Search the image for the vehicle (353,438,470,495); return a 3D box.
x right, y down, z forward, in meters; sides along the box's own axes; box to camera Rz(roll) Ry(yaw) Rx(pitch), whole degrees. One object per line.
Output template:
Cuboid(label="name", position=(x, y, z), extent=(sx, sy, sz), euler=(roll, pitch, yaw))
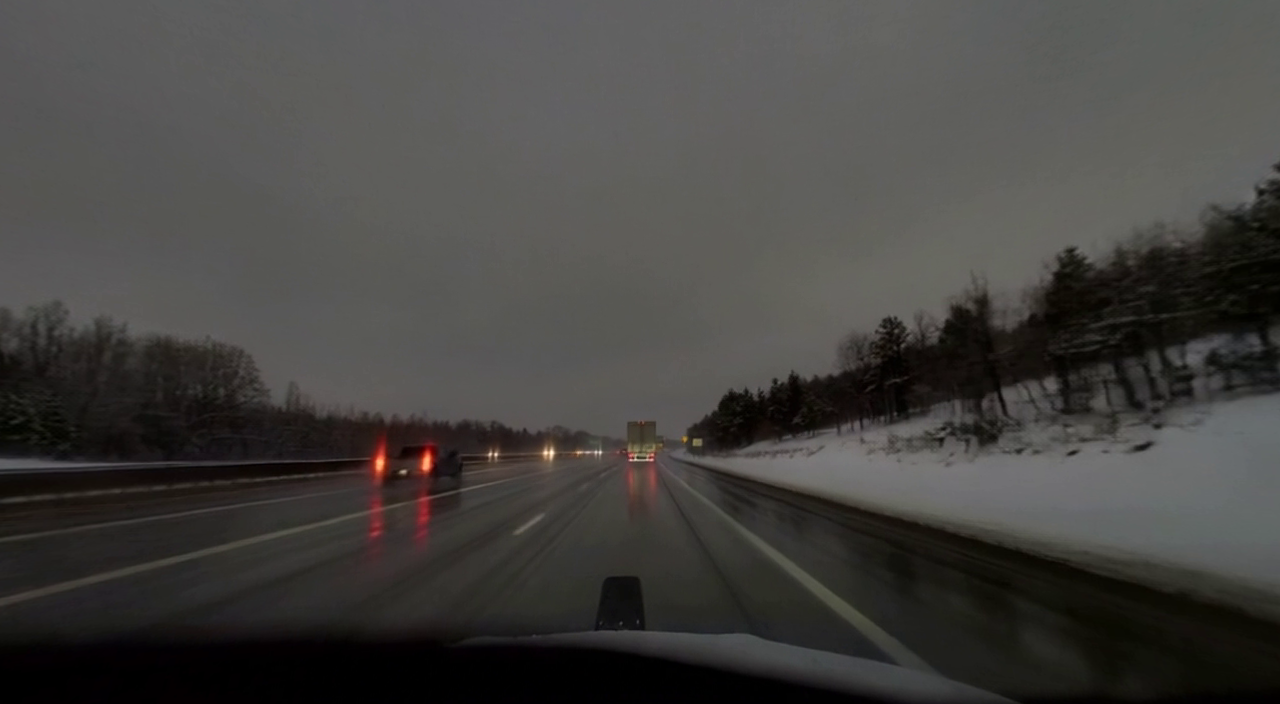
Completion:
Cuboid(label="vehicle", position=(-7.420, 3.770, 21.124), extent=(2.067, 1.676, 4.789), euler=(0, -9, 1))
